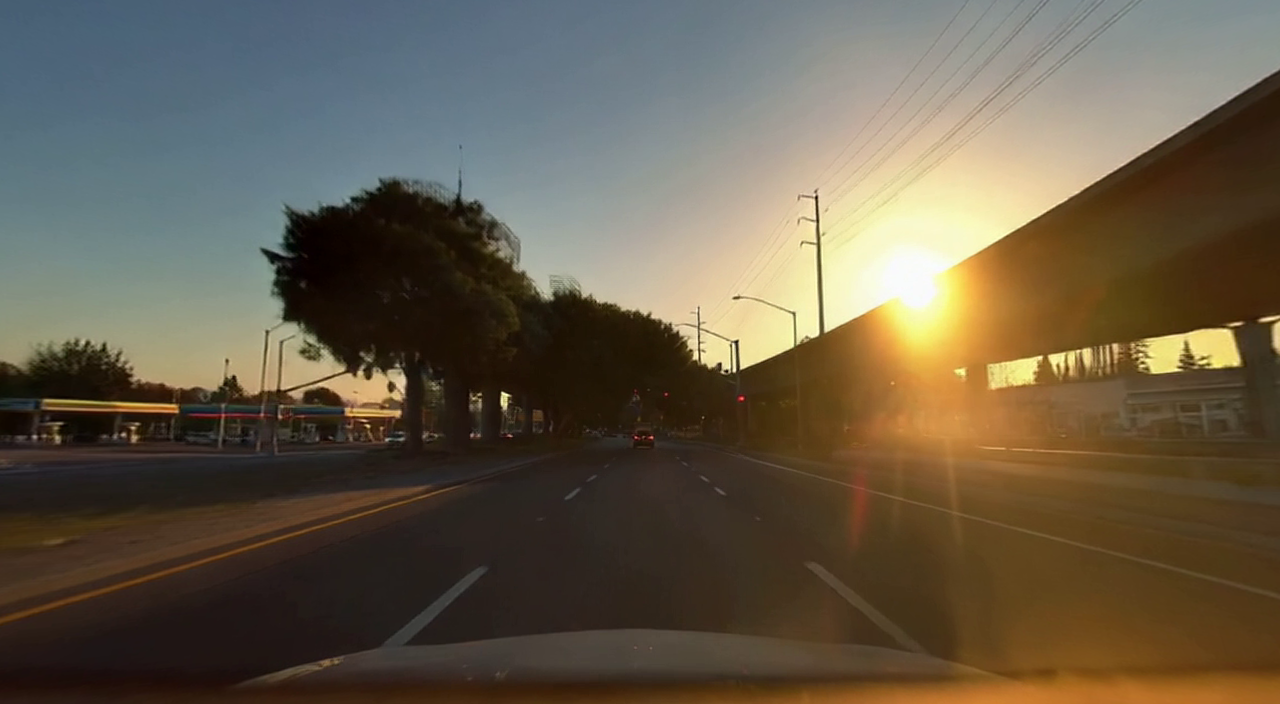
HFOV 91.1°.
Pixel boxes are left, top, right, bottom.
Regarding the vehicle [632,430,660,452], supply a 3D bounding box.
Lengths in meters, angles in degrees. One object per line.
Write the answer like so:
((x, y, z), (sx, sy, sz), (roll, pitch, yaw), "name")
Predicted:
((0.431, 6.987, 49.405), (2.074, 1.631, 3.793), (0, -8, 0), "vehicle")
